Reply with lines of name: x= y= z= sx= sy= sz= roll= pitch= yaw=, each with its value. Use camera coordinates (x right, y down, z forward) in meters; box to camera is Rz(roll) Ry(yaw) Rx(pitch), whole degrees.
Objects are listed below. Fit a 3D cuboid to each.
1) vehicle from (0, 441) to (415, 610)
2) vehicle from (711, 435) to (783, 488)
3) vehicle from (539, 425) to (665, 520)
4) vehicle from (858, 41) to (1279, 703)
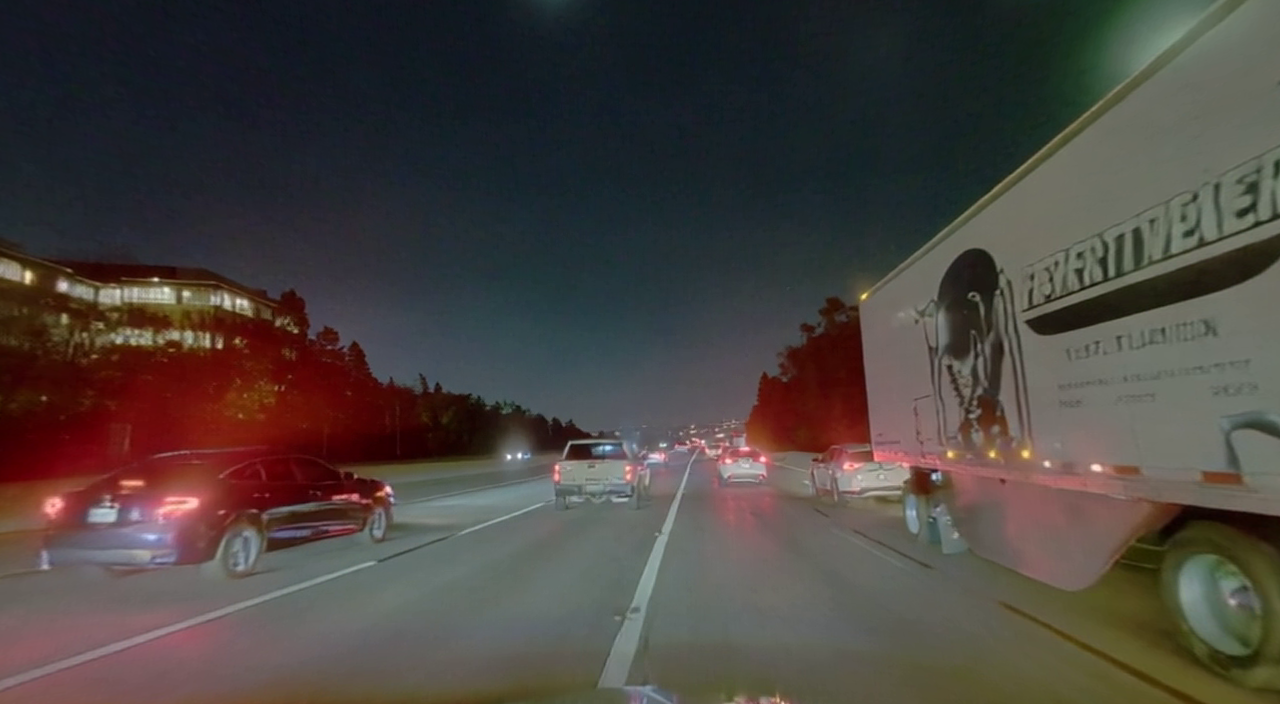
vehicle: x=-5.020 y=1.891 z=8.091 sx=1.965 sy=1.443 sz=4.968 roll=-1 pitch=-8 yaw=7
vehicle: x=3.754 y=3.922 z=22.873 sx=2.156 sy=1.701 sz=4.494 roll=-1 pitch=-8 yaw=5
vehicle: x=-0.655 y=2.680 z=14.611 sx=2.153 sy=1.805 sz=4.631 roll=-1 pitch=-8 yaw=6
vehicle: x=4.663 y=0.543 z=5.309 sx=2.987 sy=3.212 sz=9.311 roll=-1 pitch=-8 yaw=5
